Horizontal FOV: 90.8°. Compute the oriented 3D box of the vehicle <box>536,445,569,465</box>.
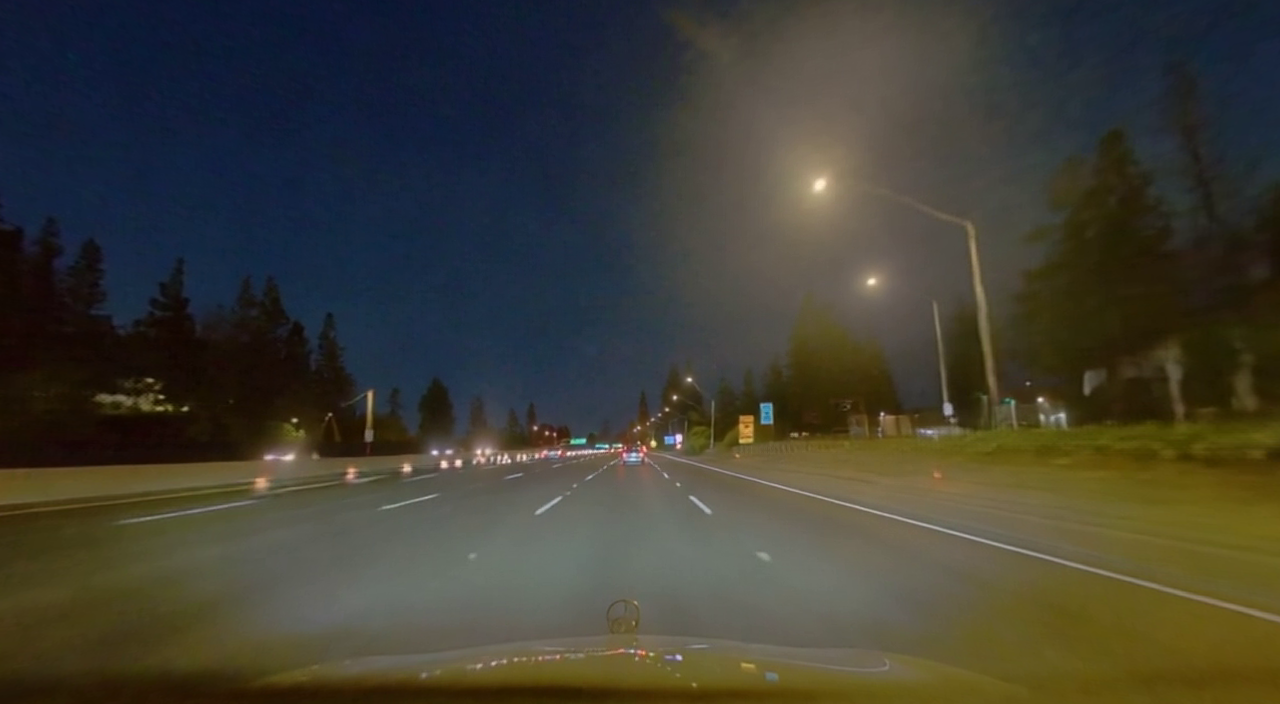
[{"bbox_3d":[-6.866,8.135,49.966,1.997,1.507,4.248,0,-9,0],"label":"vehicle"}]

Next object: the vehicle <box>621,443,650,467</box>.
[{"bbox_3d":[-0.346,7.650,47.076,2.109,1.638,3.856,0,-9,0],"label":"vehicle"}]
